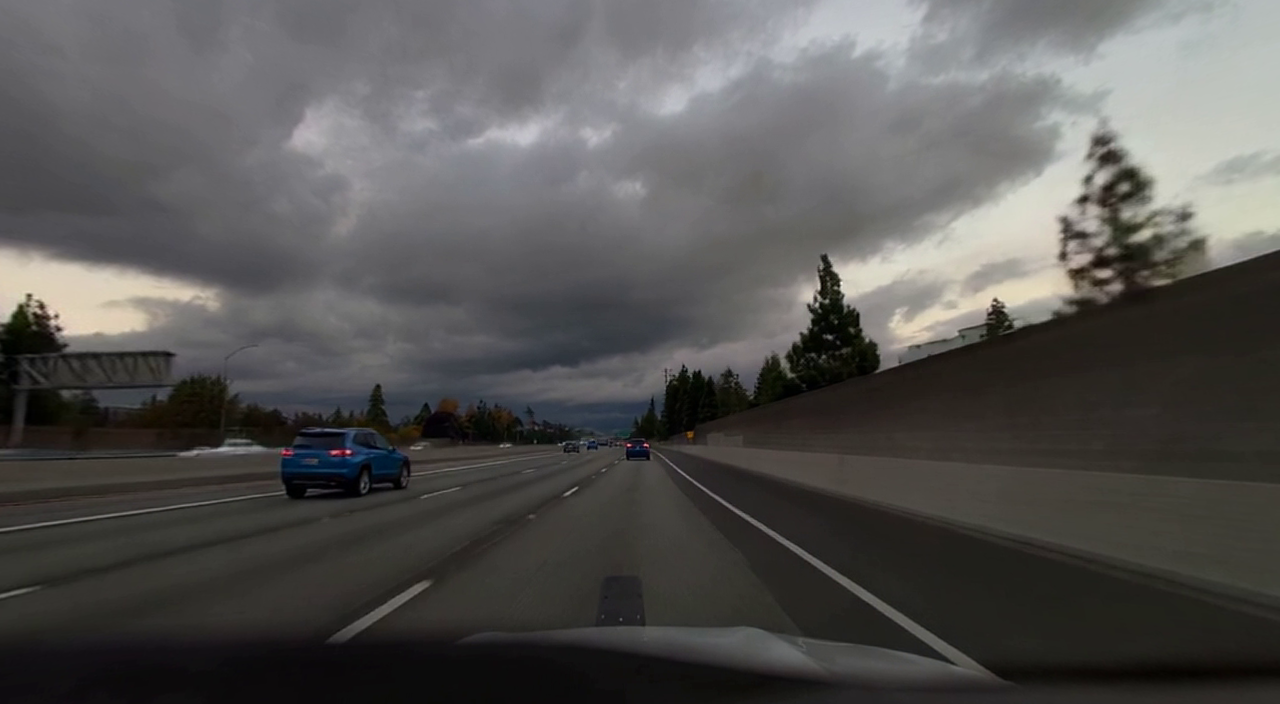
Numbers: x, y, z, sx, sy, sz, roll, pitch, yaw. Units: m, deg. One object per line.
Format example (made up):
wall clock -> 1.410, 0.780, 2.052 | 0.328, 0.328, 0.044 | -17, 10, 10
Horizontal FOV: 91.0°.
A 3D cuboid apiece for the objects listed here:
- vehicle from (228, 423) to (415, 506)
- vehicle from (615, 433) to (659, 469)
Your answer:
vehicle -> -7.451, 2.675, 15.396 | 2.166, 1.705, 4.433 | 0, -9, 1
vehicle -> -0.126, 5.122, 32.608 | 2.141, 1.706, 4.065 | 0, -9, 1
